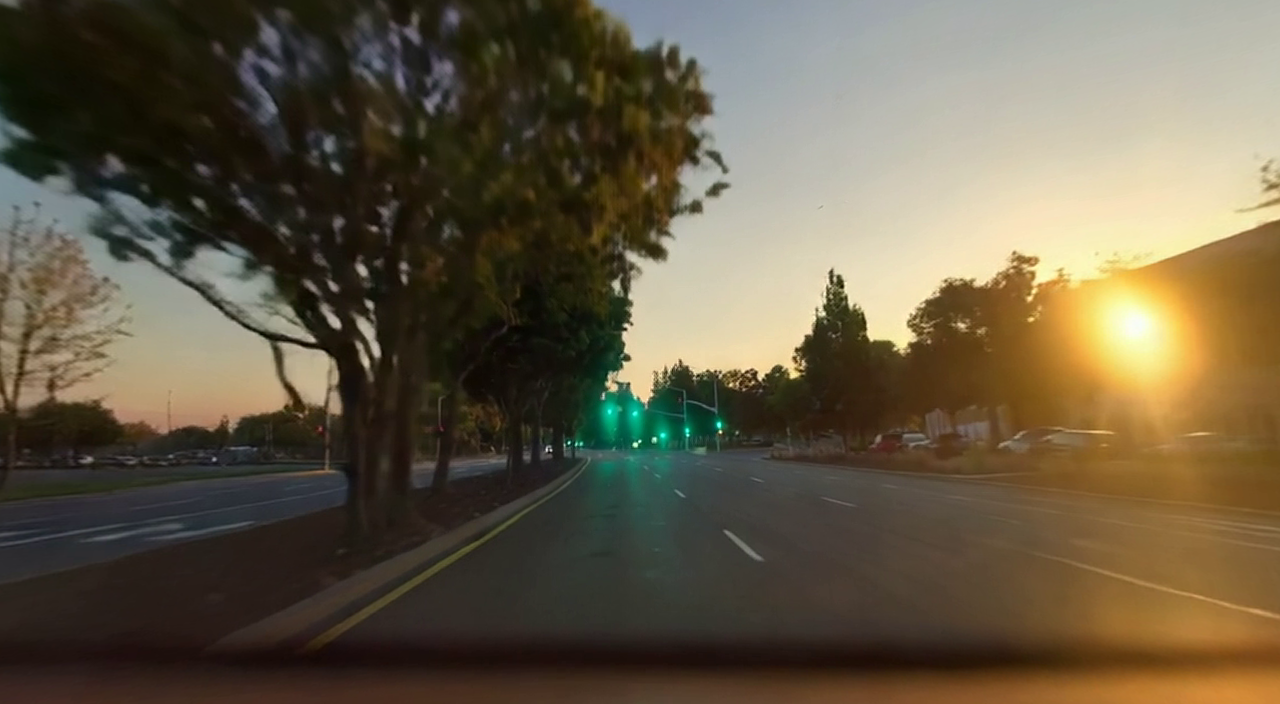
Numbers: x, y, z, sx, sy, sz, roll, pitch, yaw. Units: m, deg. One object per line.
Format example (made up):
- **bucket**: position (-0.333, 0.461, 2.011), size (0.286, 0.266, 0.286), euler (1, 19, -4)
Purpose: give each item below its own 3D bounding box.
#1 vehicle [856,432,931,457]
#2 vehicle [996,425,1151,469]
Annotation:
- **vehicle**: position (17.691, 6.487, 44.198), size (2.084, 1.675, 4.966), euler (3, -9, -18)
- **vehicle**: position (17.053, 3.764, 24.982), size (4.510, 1.667, 2.247), euler (0, -8, -3)
